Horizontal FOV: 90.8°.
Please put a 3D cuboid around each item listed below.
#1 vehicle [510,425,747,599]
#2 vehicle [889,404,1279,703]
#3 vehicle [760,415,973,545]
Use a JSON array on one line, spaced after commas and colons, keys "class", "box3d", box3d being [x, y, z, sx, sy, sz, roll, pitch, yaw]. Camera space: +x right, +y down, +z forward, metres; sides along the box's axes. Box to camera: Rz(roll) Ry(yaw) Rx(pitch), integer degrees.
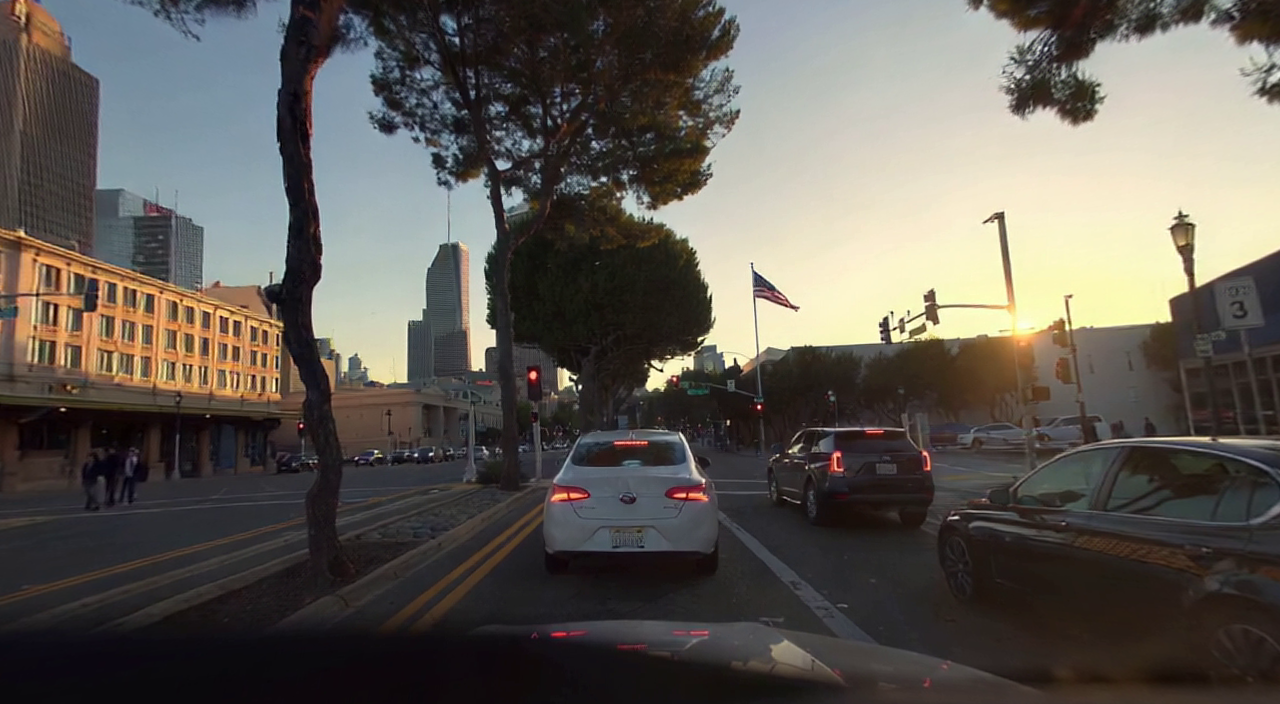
[{"class": "vehicle", "box3d": [-0.107, 1.700, 7.544, 2.096, 1.521, 3.747, 0, -8, 0]}, {"class": "vehicle", "box3d": [3.381, 1.171, 3.996, 1.833, 1.465, 4.258, 0, -8, -1]}, {"class": "vehicle", "box3d": [3.517, 2.085, 10.953, 1.978, 1.738, 4.599, 0, -8, 0]}]
